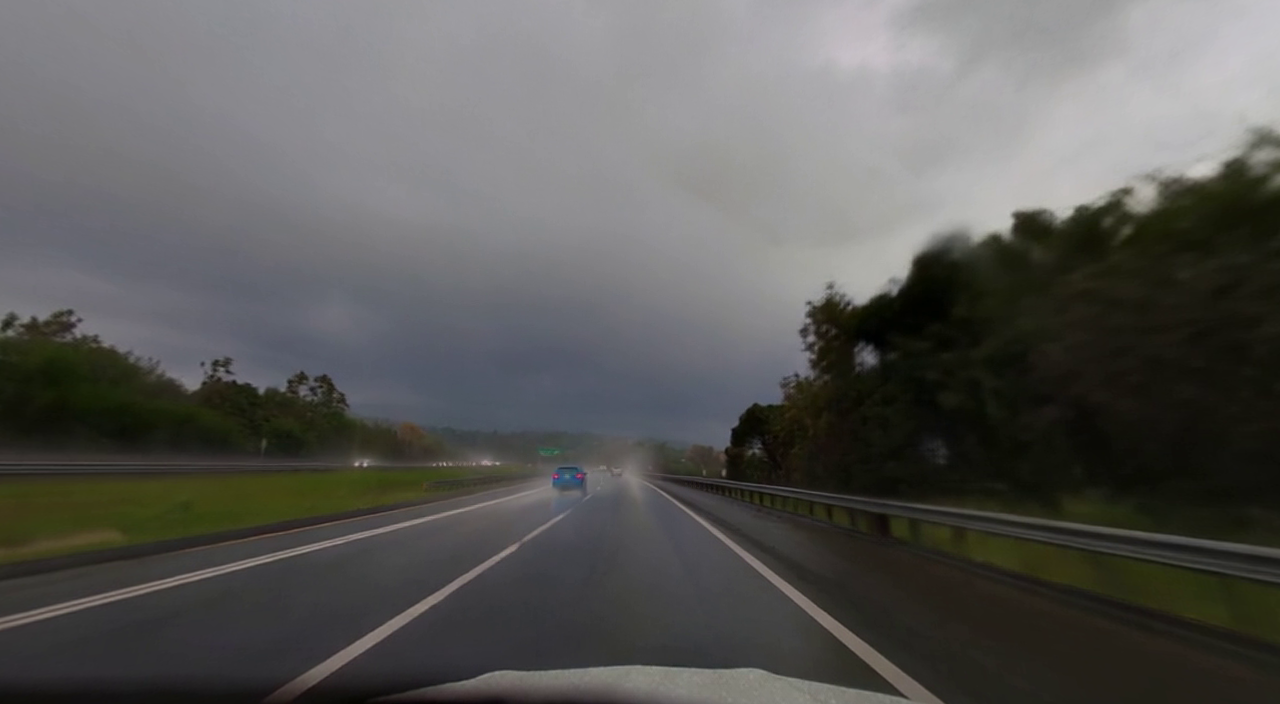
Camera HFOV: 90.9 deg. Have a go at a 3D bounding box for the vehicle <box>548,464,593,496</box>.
[{"bbox_3d":[-3.652,6.863,33.915,1.967,1.556,4.364,1,-10,-1],"label":"vehicle"}]
